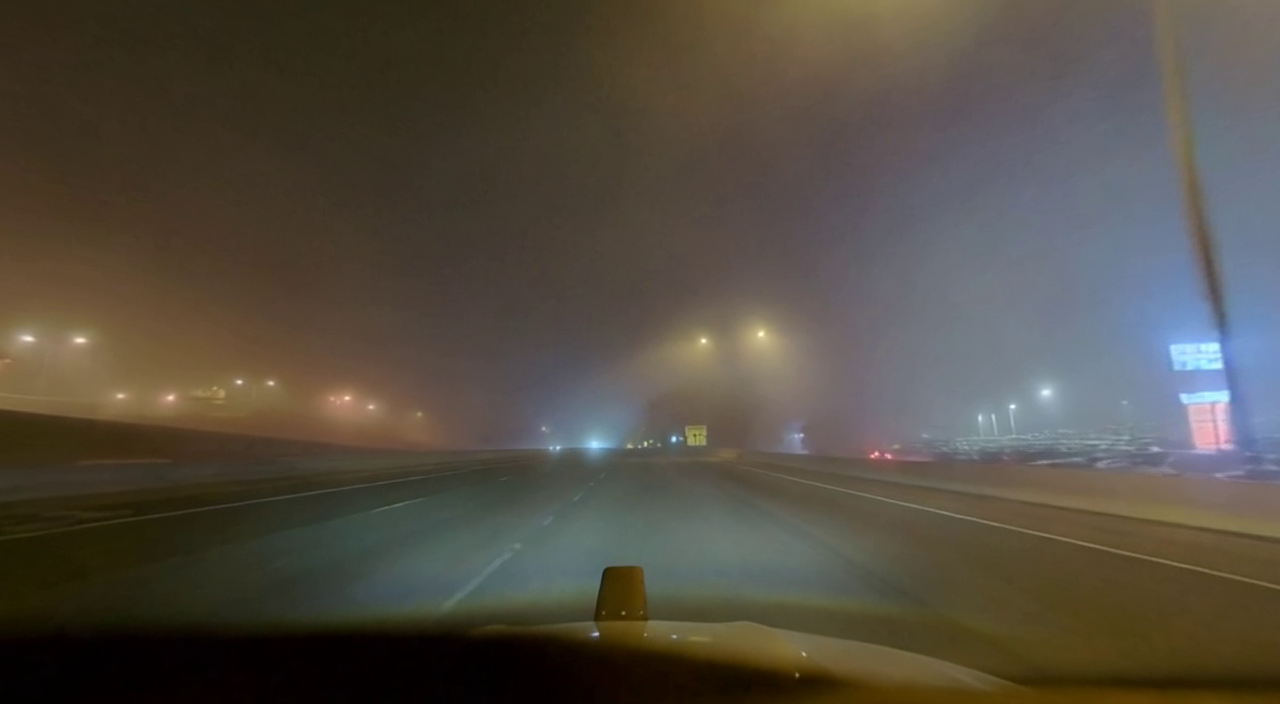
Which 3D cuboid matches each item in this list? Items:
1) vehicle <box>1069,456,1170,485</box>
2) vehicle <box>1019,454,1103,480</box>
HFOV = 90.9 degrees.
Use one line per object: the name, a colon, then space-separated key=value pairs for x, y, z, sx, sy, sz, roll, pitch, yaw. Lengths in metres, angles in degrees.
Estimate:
vehicle: x=30.079 y=7.426 z=39.674 sx=4.589 sy=1.741 sz=2.143 roll=0 pitch=-8 yaw=-2
vehicle: x=30.220 y=8.239 z=45.379 sx=4.576 sy=1.740 sz=2.069 roll=0 pitch=-9 yaw=-2
